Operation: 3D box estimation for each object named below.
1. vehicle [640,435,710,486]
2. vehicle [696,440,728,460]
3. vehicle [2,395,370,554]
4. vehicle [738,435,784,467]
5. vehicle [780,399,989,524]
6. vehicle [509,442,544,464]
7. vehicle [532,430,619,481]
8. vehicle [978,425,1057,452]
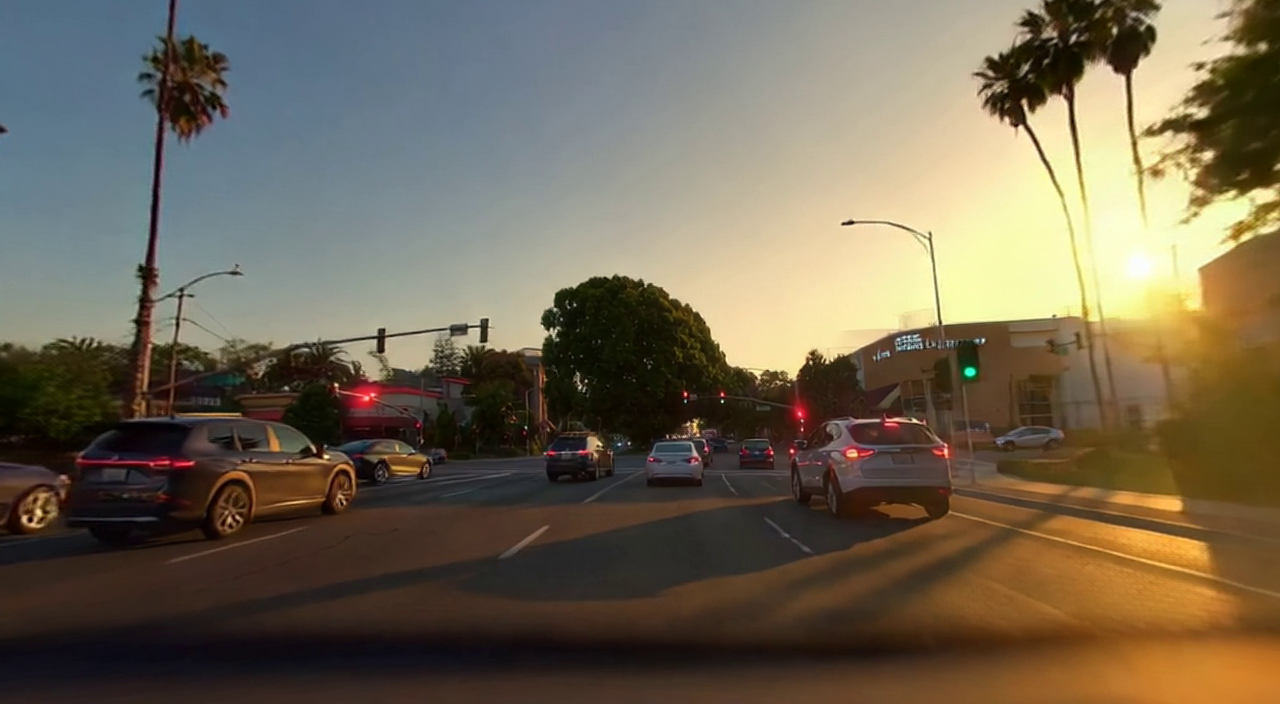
[{"bbox_3d":[1.186,3.505,20.643,2.057,1.492,3.825,-1,-8,5],"label":"vehicle"},{"bbox_3d":[5.347,7.183,46.371,1.956,1.369,3.686,-2,-9,12],"label":"vehicle"},{"bbox_3d":[-6.479,1.811,9.966,2.127,1.888,4.637,-1,-8,4],"label":"vehicle"},{"bbox_3d":[6.204,5.109,32.722,2.149,1.532,4.168,-2,-8,9],"label":"vehicle"},{"bbox_3d":[4.386,2.093,12.508,2.267,1.931,5.145,-1,-8,3],"label":"vehicle"},{"bbox_3d":[-7.949,7.115,44.713,1.918,1.443,4.612,0,-8,-4],"label":"vehicle"},{"bbox_3d":[-2.337,3.926,24.296,2.088,1.746,4.650,-2,-8,10],"label":"vehicle"},{"bbox_3d":[28.227,6.518,47.425,4.557,1.848,2.008,-3,-9,12],"label":"vehicle"}]
